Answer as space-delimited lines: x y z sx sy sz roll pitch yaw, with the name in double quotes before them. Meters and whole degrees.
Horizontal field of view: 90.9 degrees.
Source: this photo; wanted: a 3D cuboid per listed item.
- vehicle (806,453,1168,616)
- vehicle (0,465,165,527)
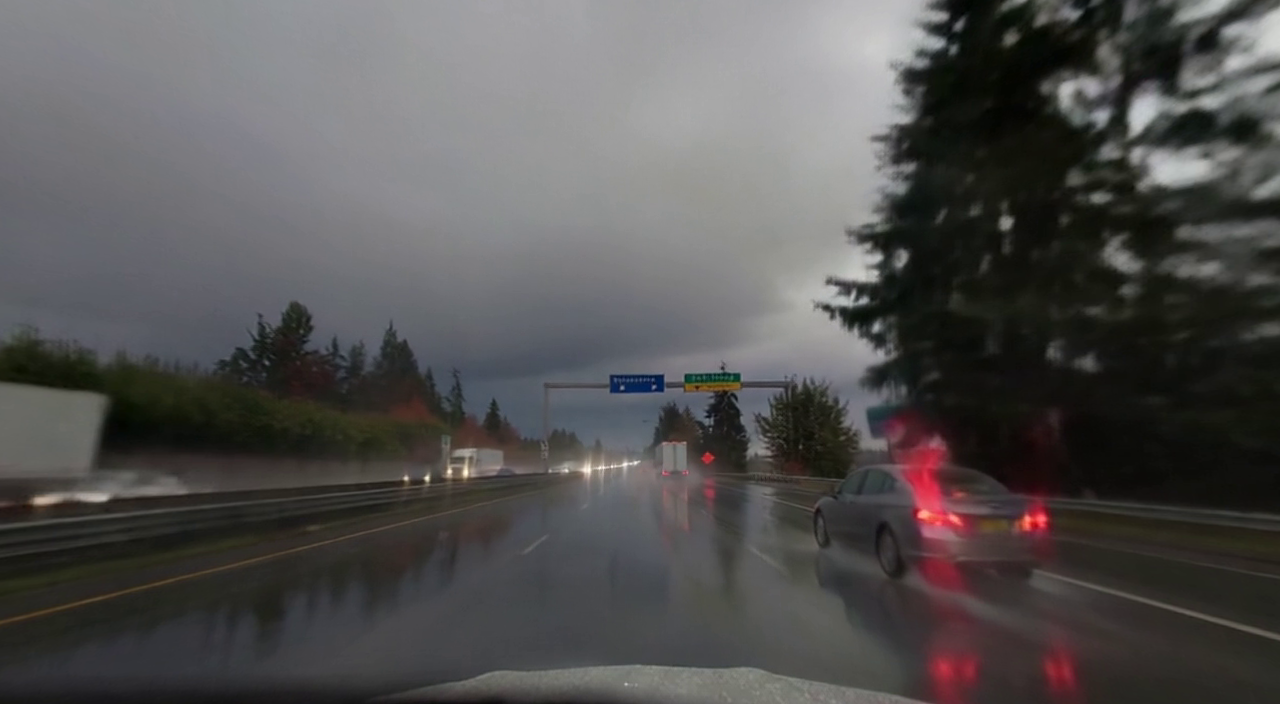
"vehicle" 3.844 2.129 8.202 2.051 1.472 4.547 1 -10 -1
"vehicle" -15.826 3.904 17.484 1.780 1.452 4.497 1 -10 -1
